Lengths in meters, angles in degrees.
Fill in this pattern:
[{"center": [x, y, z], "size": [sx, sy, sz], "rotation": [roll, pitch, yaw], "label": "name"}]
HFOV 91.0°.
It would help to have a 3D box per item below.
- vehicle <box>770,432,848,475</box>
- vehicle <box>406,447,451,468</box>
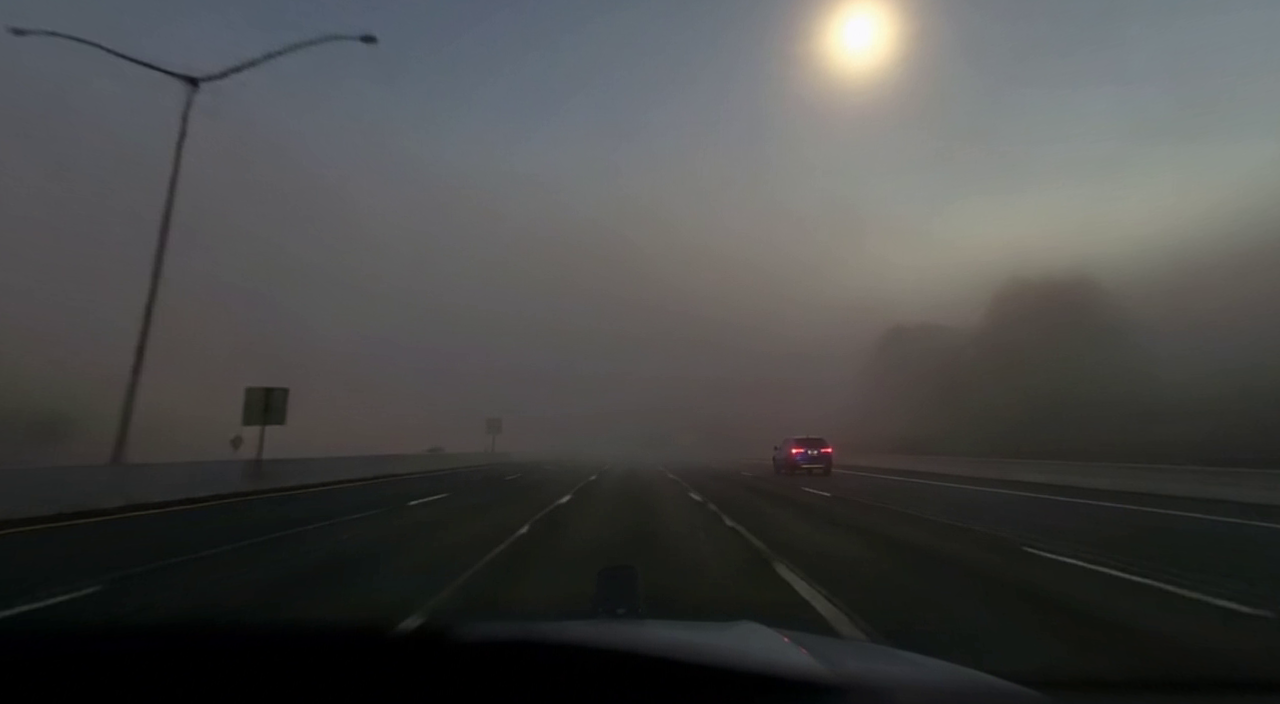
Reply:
[{"center": [7.333, 4.444, 27.765], "size": [2.091, 1.711, 4.383], "rotation": [0, -9, -2], "label": "vehicle"}, {"center": [-15.872, 7.901, 47.424], "size": [1.961, 1.511, 4.018], "rotation": [0, -9, 1], "label": "vehicle"}]
